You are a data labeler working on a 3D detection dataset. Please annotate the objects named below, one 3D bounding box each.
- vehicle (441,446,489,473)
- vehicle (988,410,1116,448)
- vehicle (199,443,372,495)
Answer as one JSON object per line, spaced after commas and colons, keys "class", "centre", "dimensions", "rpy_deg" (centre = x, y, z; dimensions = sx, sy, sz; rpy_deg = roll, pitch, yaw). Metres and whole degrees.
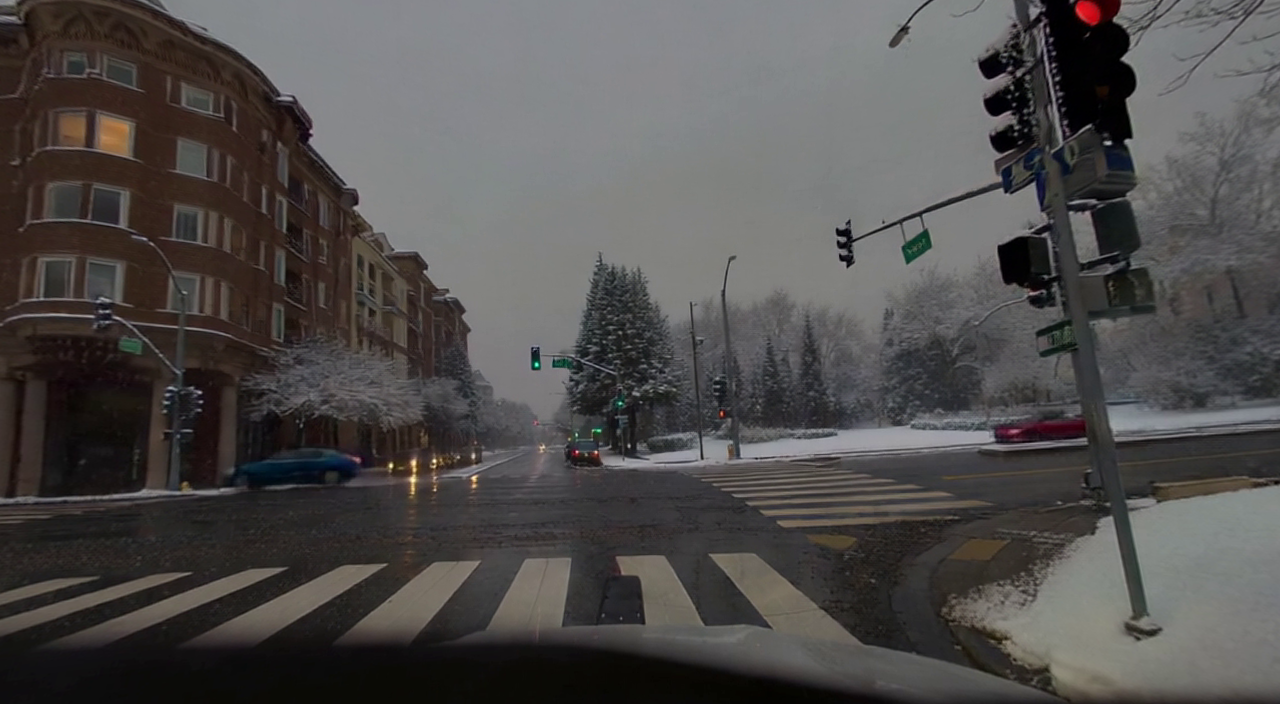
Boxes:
{"class": "vehicle", "centre": [-10.492, 6.464, 38.154], "dimensions": [2.196, 1.503, 4.371], "rpy_deg": [1, -9, -8]}
{"class": "vehicle", "centre": [16.961, 3.203, 26.064], "dimensions": [4.320, 1.456, 1.803], "rpy_deg": [2, -9, -12]}
{"class": "vehicle", "centre": [-11.847, 3.934, 21.450], "dimensions": [4.626, 1.636, 2.004], "rpy_deg": [1, -8, -7]}
